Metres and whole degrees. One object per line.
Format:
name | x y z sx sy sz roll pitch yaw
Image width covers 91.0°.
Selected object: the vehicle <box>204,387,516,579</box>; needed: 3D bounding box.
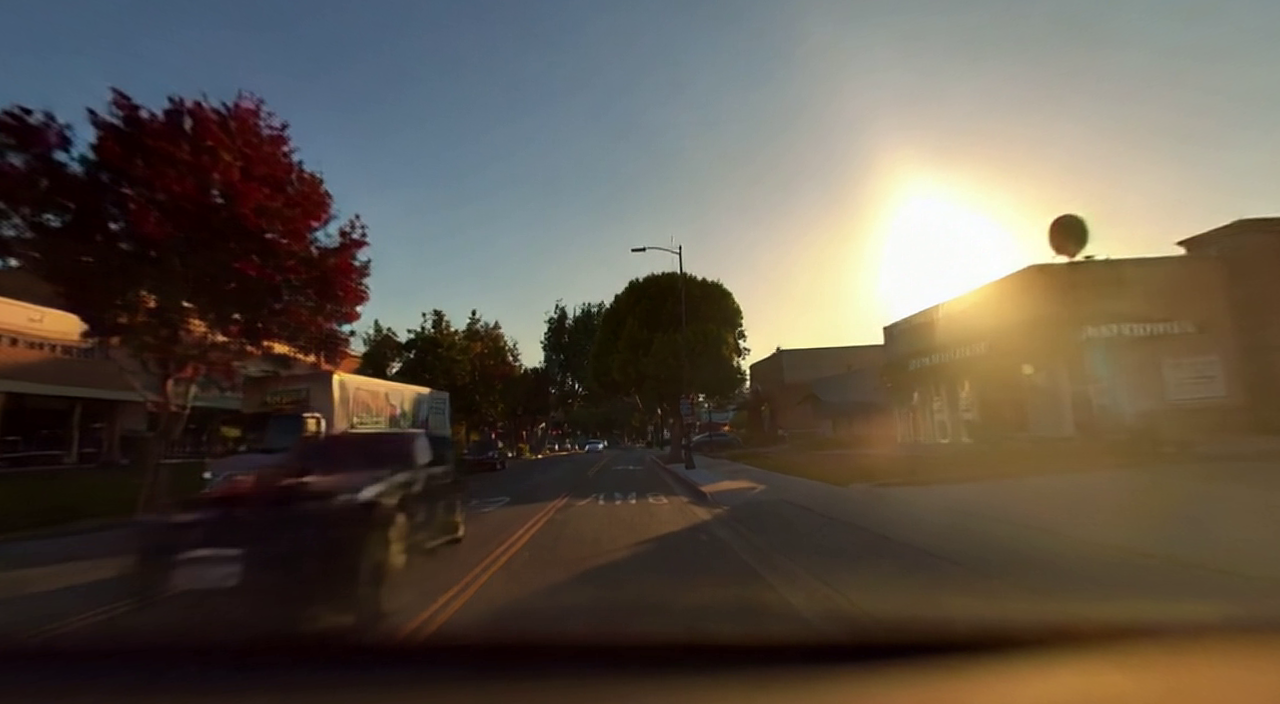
vehicle | -3.188 1.614 8.528 2.118 1.864 4.640 0 -8 -1
